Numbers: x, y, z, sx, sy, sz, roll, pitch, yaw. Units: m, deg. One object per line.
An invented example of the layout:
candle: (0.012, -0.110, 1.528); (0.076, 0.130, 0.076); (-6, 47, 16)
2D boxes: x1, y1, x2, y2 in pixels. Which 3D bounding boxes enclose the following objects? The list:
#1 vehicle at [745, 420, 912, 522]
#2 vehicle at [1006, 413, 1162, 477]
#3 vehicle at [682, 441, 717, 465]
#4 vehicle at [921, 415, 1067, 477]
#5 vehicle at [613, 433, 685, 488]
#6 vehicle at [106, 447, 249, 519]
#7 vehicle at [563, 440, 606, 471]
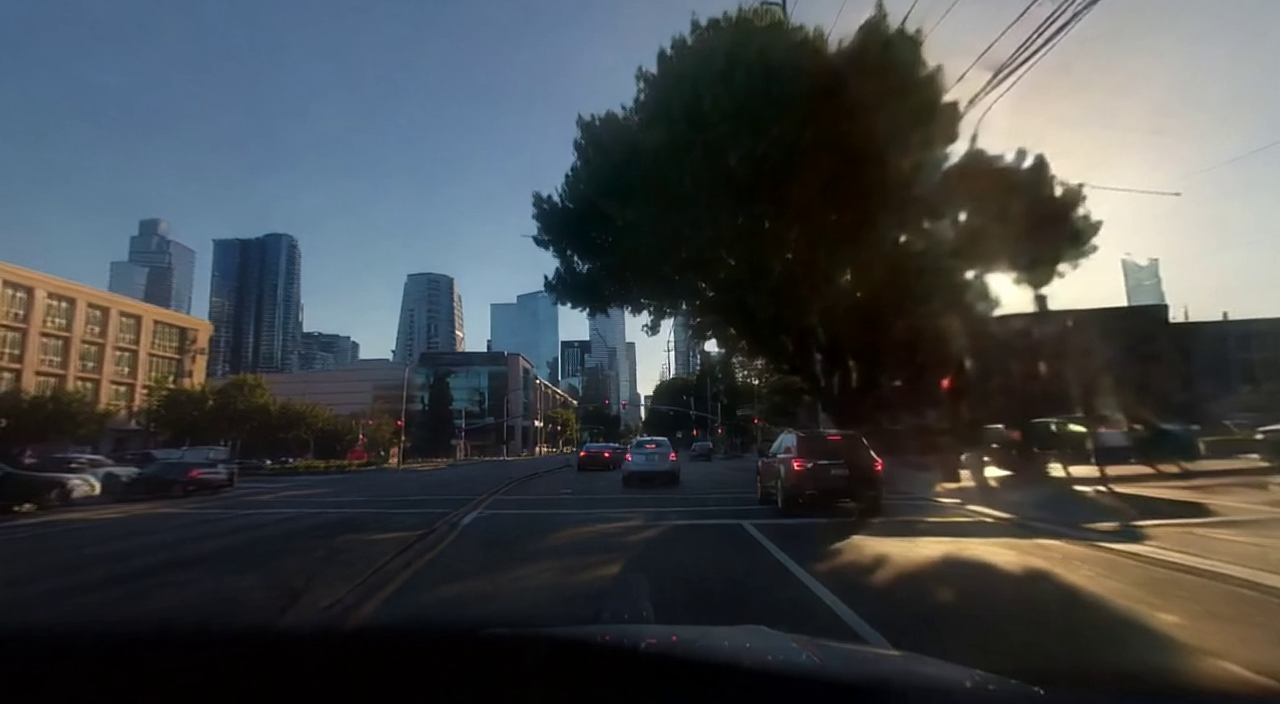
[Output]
vehicle: (3.588, 2.359, 13.030); (2.024, 1.711, 4.512); (0, -8, 0)
vehicle: (14.286, 3.052, 20.709); (2.146, 1.837, 4.512); (-1, -8, 6)
vehicle: (4.025, 6.902, 43.276); (1.880, 1.503, 4.130); (0, -8, -1)
vehicle: (11.671, 3.164, 21.300); (2.238, 1.845, 4.874); (-1, -8, 3)
vehicle: (0.284, 3.600, 21.236); (2.200, 1.653, 4.127); (0, -8, 0)
vehicle: (-11.786, 3.337, 16.443); (2.006, 1.510, 4.290); (2, -10, -23)
vehicle: (-2.892, 5.455, 33.426); (2.104, 1.488, 4.546); (0, -8, -4)
